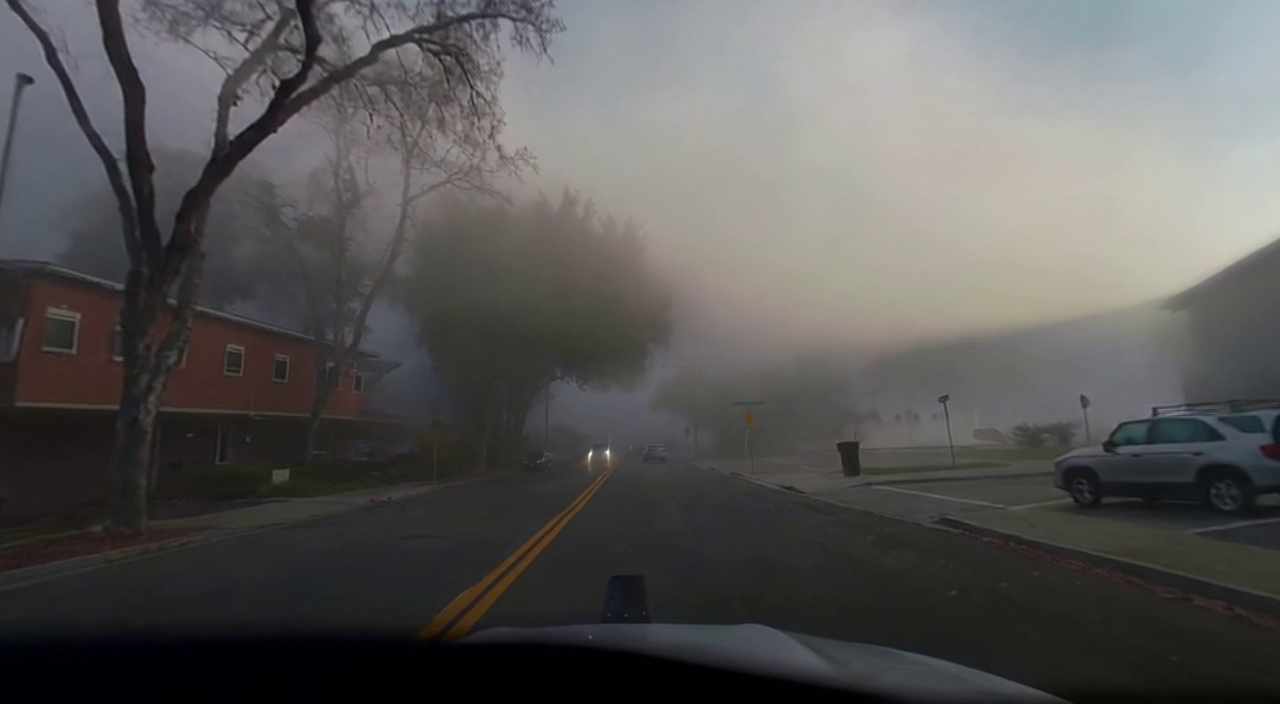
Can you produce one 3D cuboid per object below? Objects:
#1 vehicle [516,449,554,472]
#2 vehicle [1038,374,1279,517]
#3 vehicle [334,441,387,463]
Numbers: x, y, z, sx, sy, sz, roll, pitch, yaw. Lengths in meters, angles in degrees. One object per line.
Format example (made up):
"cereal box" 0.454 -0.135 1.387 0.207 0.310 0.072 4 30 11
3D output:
"vehicle" -7.207 7.474 43.720 1.930 1.463 4.195 0 -9 0
"vehicle" 9.208 1.611 10.482 2.018 1.840 4.662 0 -10 -1
"vehicle" -21.332 7.644 48.249 1.906 1.596 4.599 0 -9 1
